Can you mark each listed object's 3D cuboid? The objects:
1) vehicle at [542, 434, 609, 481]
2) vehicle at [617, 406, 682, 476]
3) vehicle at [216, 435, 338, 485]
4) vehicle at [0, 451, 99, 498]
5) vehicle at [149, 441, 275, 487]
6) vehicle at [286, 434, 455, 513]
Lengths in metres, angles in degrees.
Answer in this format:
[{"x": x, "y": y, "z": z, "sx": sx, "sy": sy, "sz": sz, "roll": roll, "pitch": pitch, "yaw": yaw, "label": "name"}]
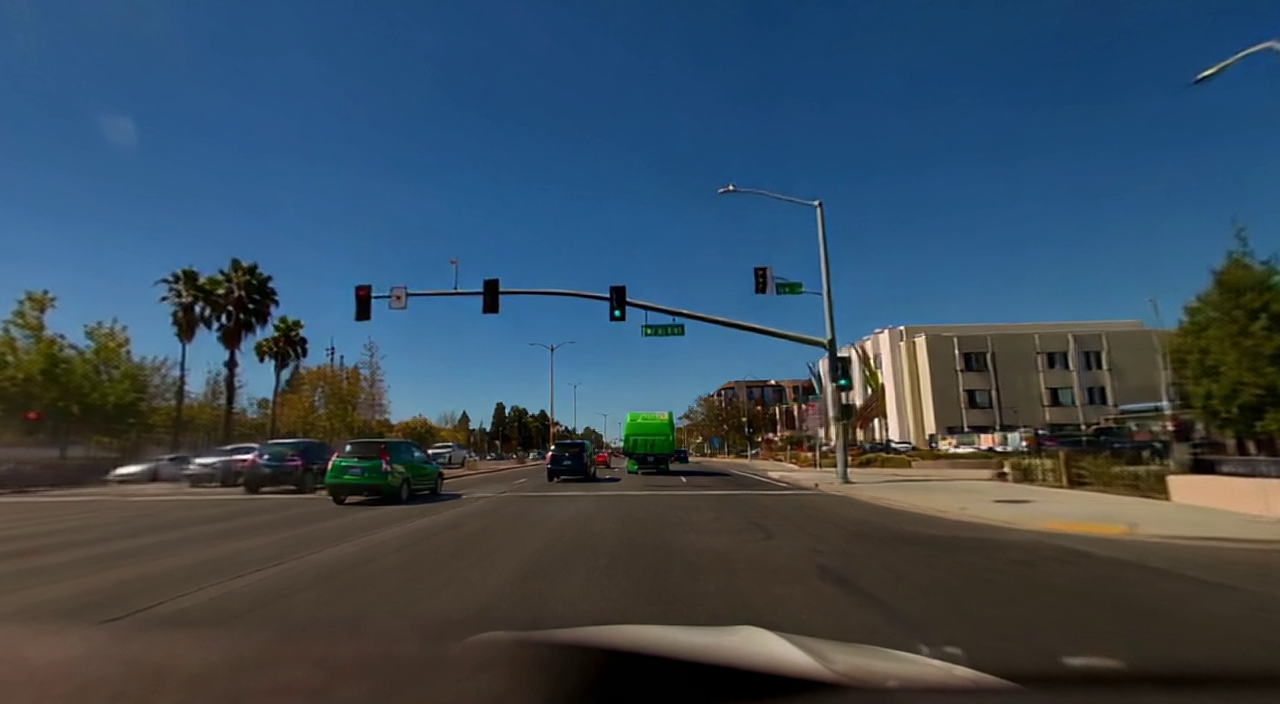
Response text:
[{"x": -2.645, "y": 4.487, "z": 26.988, "sx": 2.178, "sy": 1.826, "sz": 4.933, "roll": 0, "pitch": -9, "yaw": 2, "label": "vehicle"}, {"x": 0.470, "y": 4.633, "z": 32.474, "sx": 2.993, "sy": 3.235, "sz": 6.692, "roll": 0, "pitch": -9, "yaw": 1, "label": "vehicle"}, {"x": -14.630, "y": 4.460, "z": 25.723, "sx": 2.040, "sy": 1.745, "sz": 4.899, "roll": -3, "pitch": -11, "yaw": 1, "label": "vehicle"}, {"x": -21.406, "y": 4.135, "z": 21.404, "sx": 1.876, "sy": 1.479, "sz": 4.443, "roll": 0, "pitch": -9, "yaw": 1, "label": "vehicle"}, {"x": -17.784, "y": 4.647, "z": 26.446, "sx": 2.004, "sy": 1.733, "sz": 4.599, "roll": 0, "pitch": -9, "yaw": 0, "label": "vehicle"}, {"x": -6.351, "y": 2.896, "z": 15.547, "sx": 2.045, "sy": 1.630, "sz": 4.680, "roll": 0, "pitch": -9, "yaw": 1, "label": "vehicle"}]
